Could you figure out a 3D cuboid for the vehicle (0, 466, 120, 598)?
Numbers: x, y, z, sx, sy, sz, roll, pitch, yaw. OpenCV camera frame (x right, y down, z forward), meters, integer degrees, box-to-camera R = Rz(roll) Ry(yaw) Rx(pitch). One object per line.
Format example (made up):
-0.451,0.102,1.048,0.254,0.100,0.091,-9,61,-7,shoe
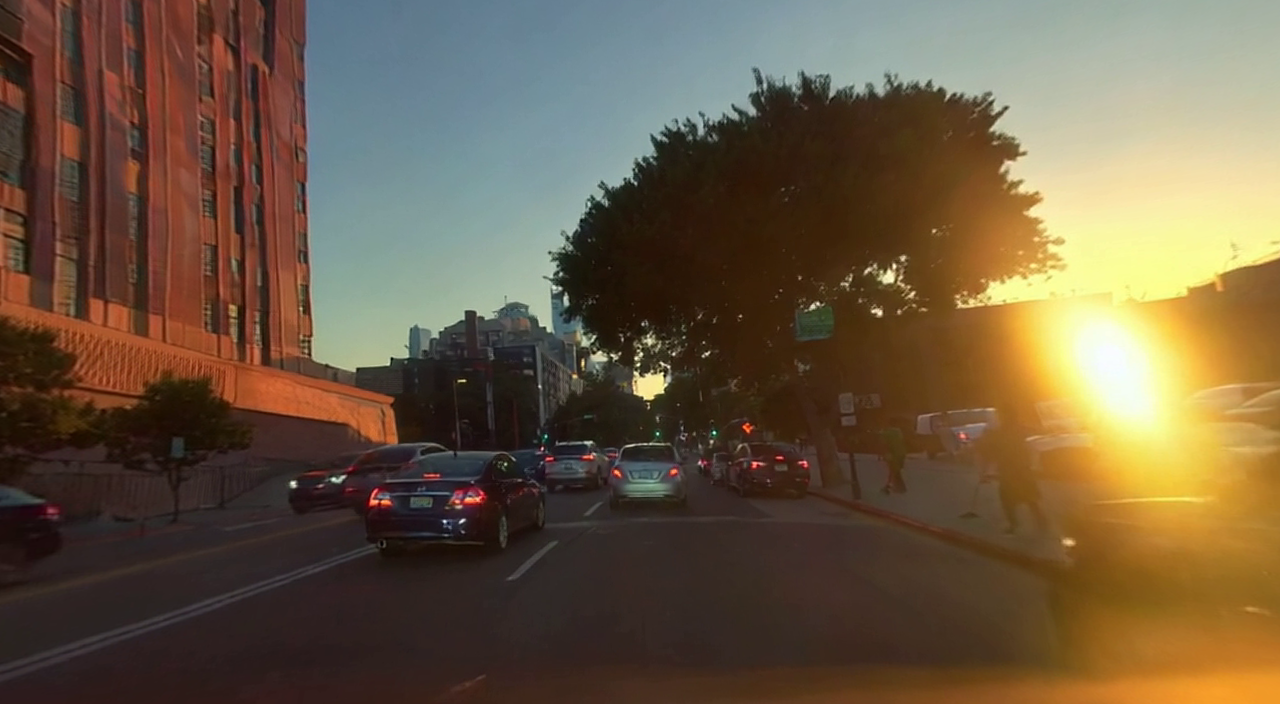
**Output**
-8.729,2.109,6.973,1.920,1.492,4.624,1,-8,2,vehicle

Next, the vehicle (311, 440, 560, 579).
-2.501,2.031,9.068,1.940,1.481,4.376,-1,-8,3,vehicle

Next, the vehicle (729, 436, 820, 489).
4.101,3.408,19.965,2.065,1.461,4.181,0,-8,1,vehicle

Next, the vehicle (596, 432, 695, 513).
0.207,2.820,15.259,2.076,1.667,3.948,0,-8,2,vehicle

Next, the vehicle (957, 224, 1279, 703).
2.994,0.516,1.114,2.352,1.953,4.798,0,-8,0,vehicle
